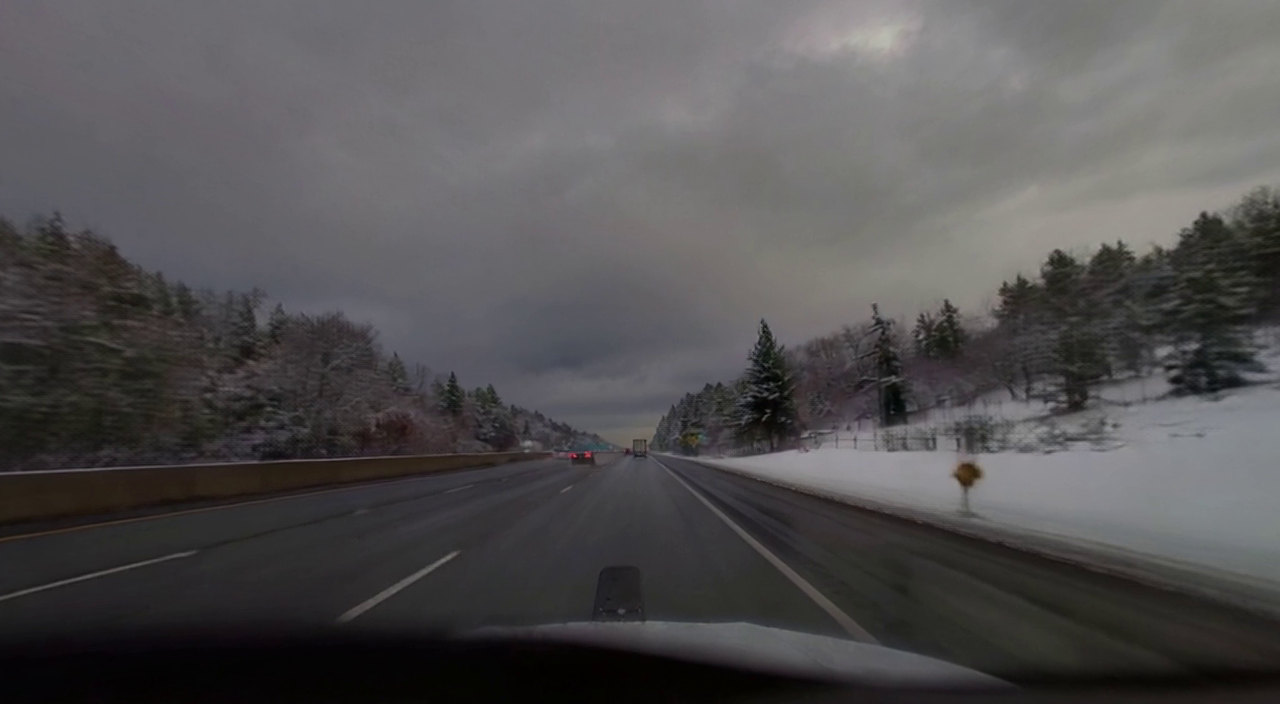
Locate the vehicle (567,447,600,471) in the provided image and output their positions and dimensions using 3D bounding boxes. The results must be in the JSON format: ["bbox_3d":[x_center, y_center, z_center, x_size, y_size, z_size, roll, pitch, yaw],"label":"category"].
[{"bbox_3d":[-3.800,7.254,43.046,1.893,1.521,3.742,0,-9,0],"label":"vehicle"}]
